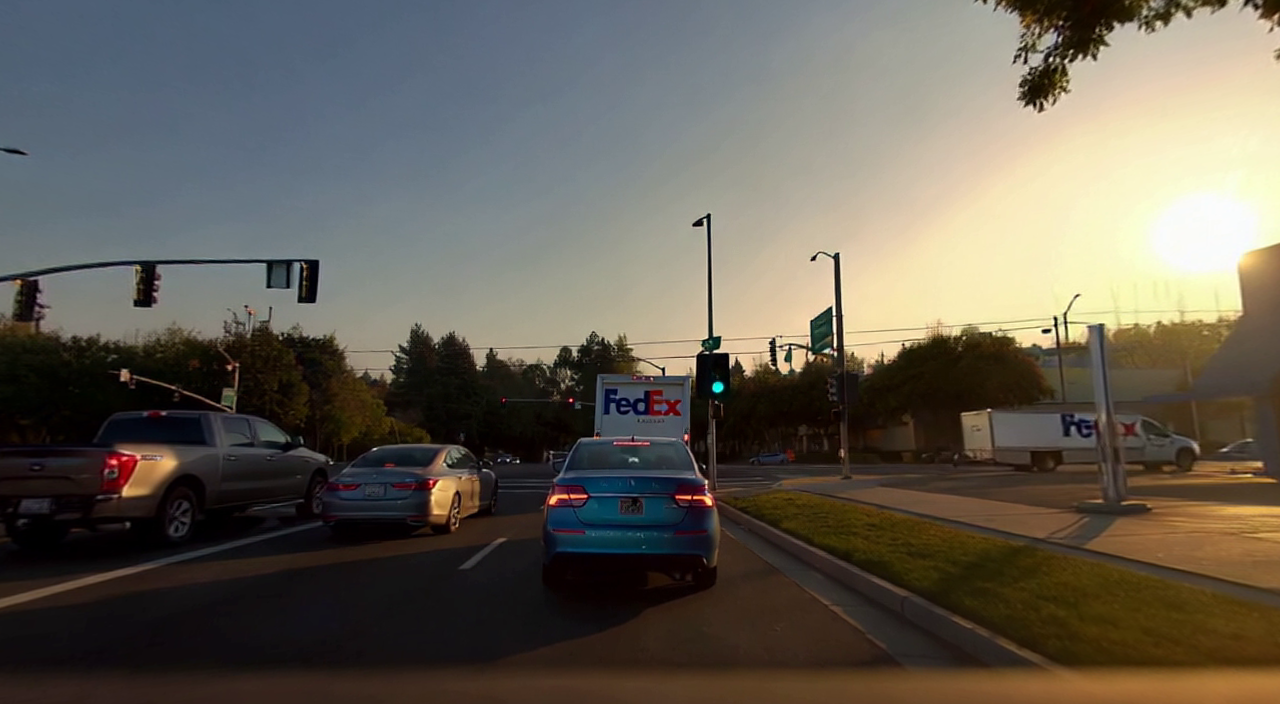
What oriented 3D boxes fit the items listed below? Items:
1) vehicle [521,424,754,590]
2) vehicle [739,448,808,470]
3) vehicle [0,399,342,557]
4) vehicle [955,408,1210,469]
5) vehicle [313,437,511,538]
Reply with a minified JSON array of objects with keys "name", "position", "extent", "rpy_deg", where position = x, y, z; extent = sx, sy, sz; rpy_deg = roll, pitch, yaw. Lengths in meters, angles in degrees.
[{"name":"vehicle","position":[-0.029,1.760,8.017],"extent":[2.145,1.513,4.269],"rpy_deg":[0,-9,0]},{"name":"vehicle","position":[10.255,8.230,48.347],"extent":[4.805,1.498,1.889],"rpy_deg":[0,-7,-5]},{"name":"vehicle","position":[-7.285,1.926,10.392],"extent":[2.125,1.893,5.498],"rpy_deg":[0,-9,-2]},{"name":"vehicle","position":[25.908,5.158,37.150],"extent":[12.889,3.380,3.345],"rpy_deg":[1,-9,-4]},{"name":"vehicle","position":[-3.867,2.364,11.637],"extent":[1.949,1.487,4.390],"rpy_deg":[0,-9,1]}]
